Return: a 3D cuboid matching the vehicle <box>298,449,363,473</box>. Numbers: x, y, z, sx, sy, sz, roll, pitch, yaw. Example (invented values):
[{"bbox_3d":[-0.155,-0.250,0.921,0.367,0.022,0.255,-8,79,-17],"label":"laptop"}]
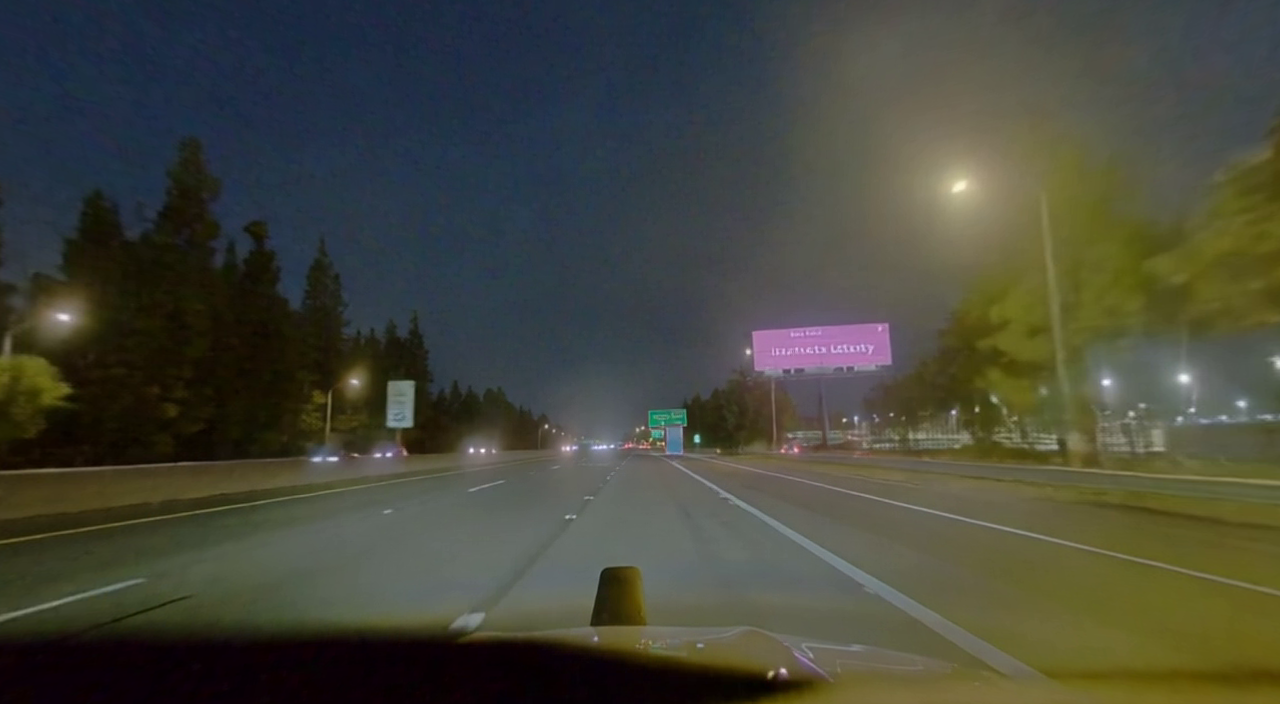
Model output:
[{"bbox_3d":[-20.095,7.077,41.013,1.846,1.473,4.562,0,-8,1],"label":"vehicle"}]
